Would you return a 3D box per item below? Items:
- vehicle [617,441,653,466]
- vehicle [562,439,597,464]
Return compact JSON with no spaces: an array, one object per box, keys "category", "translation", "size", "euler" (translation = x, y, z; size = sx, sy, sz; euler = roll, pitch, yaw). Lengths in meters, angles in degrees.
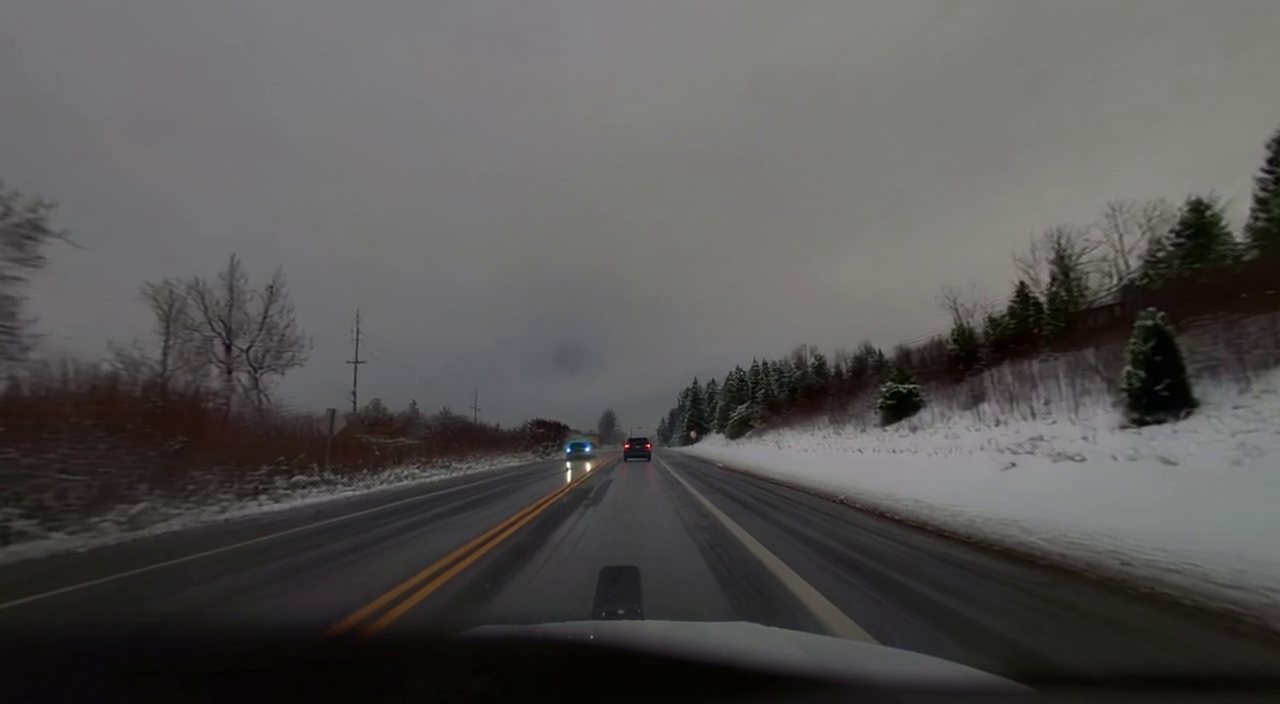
[{"category":"vehicle","translation":[-0.327,6.391,39.996],"size":[2.186,1.486,3.861],"euler":[0,-9,0]},{"category":"vehicle","translation":[-4.630,7.702,49.073],"size":[2.236,1.848,4.683],"euler":[0,-9,0]}]
